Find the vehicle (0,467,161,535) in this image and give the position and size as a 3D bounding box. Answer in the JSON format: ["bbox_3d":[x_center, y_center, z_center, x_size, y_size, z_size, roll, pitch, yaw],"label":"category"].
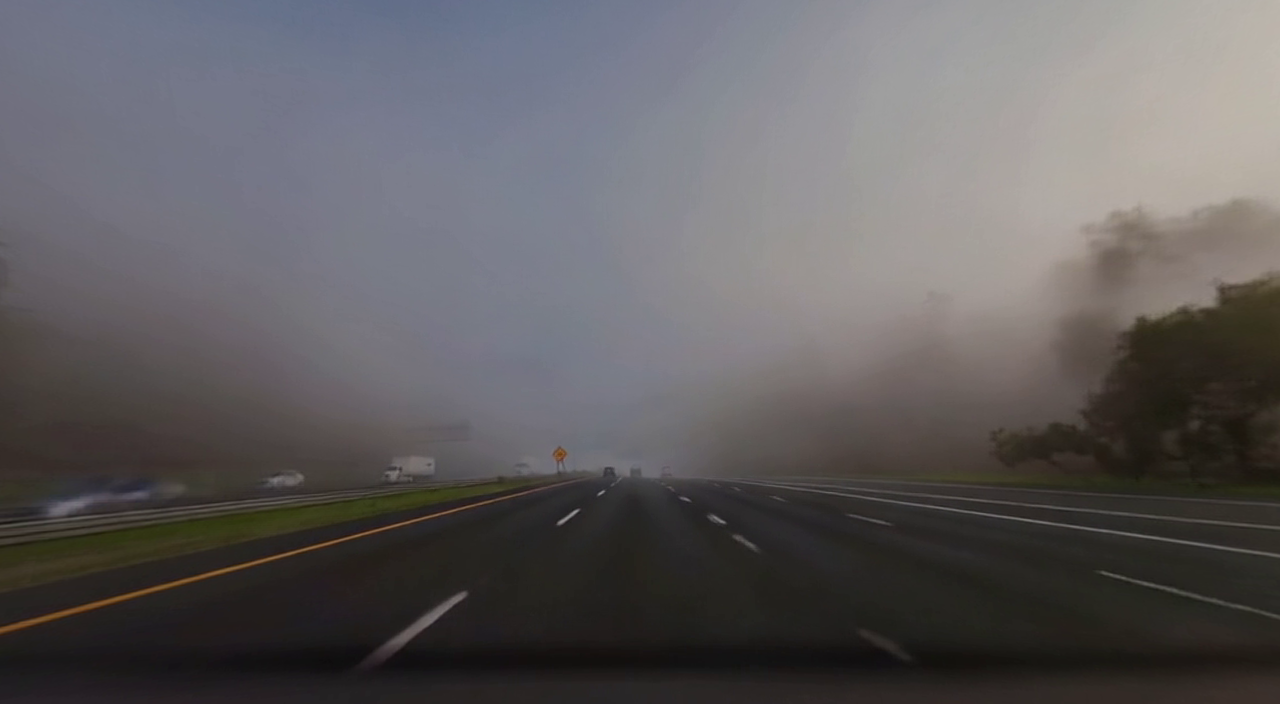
[{"bbox_3d":[-16.487,4.068,17.715,2.037,1.590,4.871,1,-10,0],"label":"vehicle"}]
